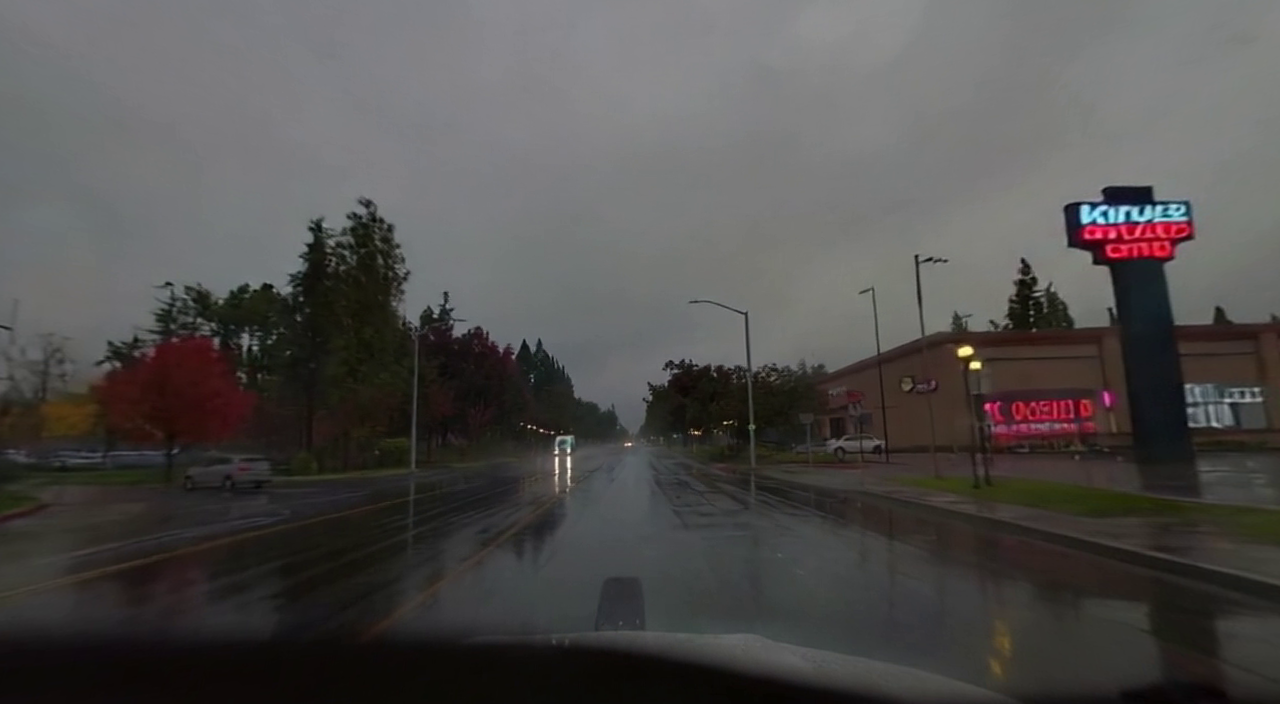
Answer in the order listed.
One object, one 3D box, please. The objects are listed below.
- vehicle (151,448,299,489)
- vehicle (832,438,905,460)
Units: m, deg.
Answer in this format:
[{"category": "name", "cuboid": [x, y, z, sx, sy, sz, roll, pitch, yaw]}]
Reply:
[{"category": "vehicle", "cuboid": [-17.002, 4.777, 26.083, 4.658, 1.544, 2.056, 0, -8, 1]}, {"category": "vehicle", "cuboid": [16.054, 6.839, 44.502, 4.372, 1.455, 1.914, 0, -8, -2]}]
